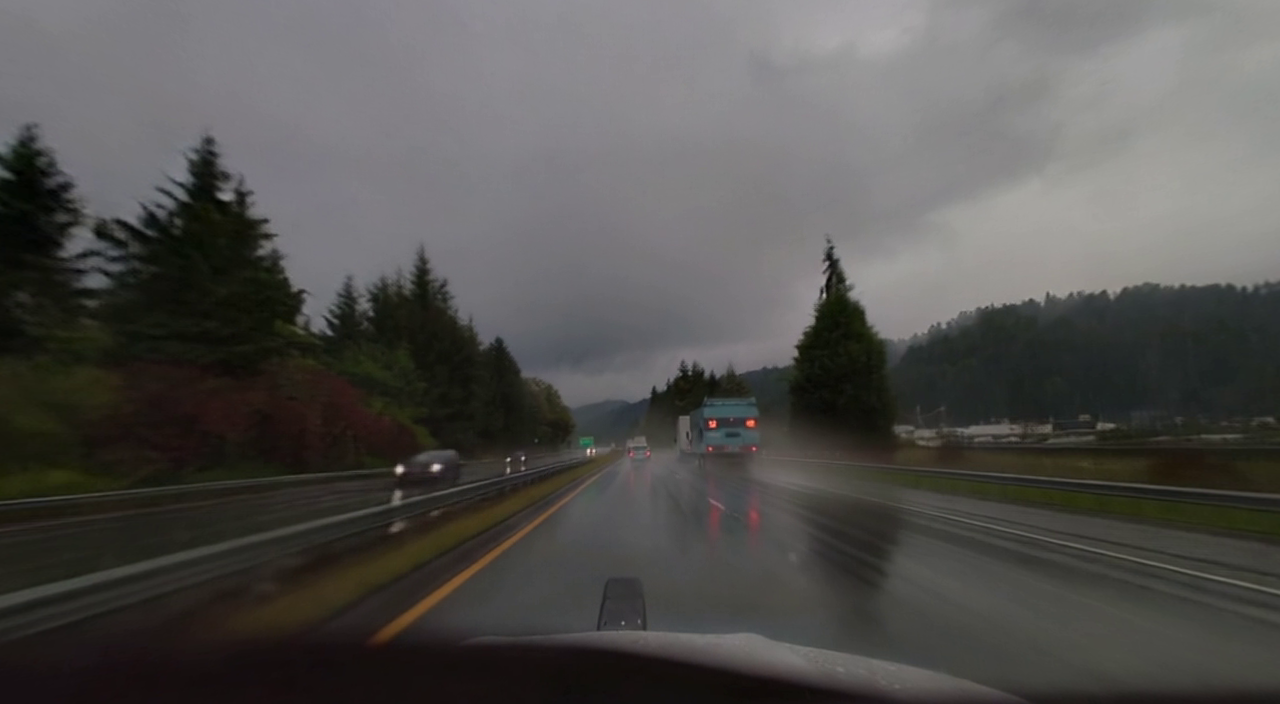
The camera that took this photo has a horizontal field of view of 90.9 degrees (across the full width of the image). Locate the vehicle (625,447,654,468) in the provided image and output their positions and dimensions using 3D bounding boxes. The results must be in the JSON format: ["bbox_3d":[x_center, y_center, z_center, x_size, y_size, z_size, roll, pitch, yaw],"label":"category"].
[{"bbox_3d":[-0.069,7.231,43.285,1.926,1.386,3.615,0,-9,-1],"label":"vehicle"}]

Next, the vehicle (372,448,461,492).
[{"bbox_3d":[-8.704,4.583,24.936,1.920,1.564,4.208,0,-9,0],"label":"vehicle"}]

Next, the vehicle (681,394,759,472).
[{"bbox_3d":[4.708,5.408,40.706,2.939,4.129,14.300,0,-9,-1],"label":"vehicle"}]
